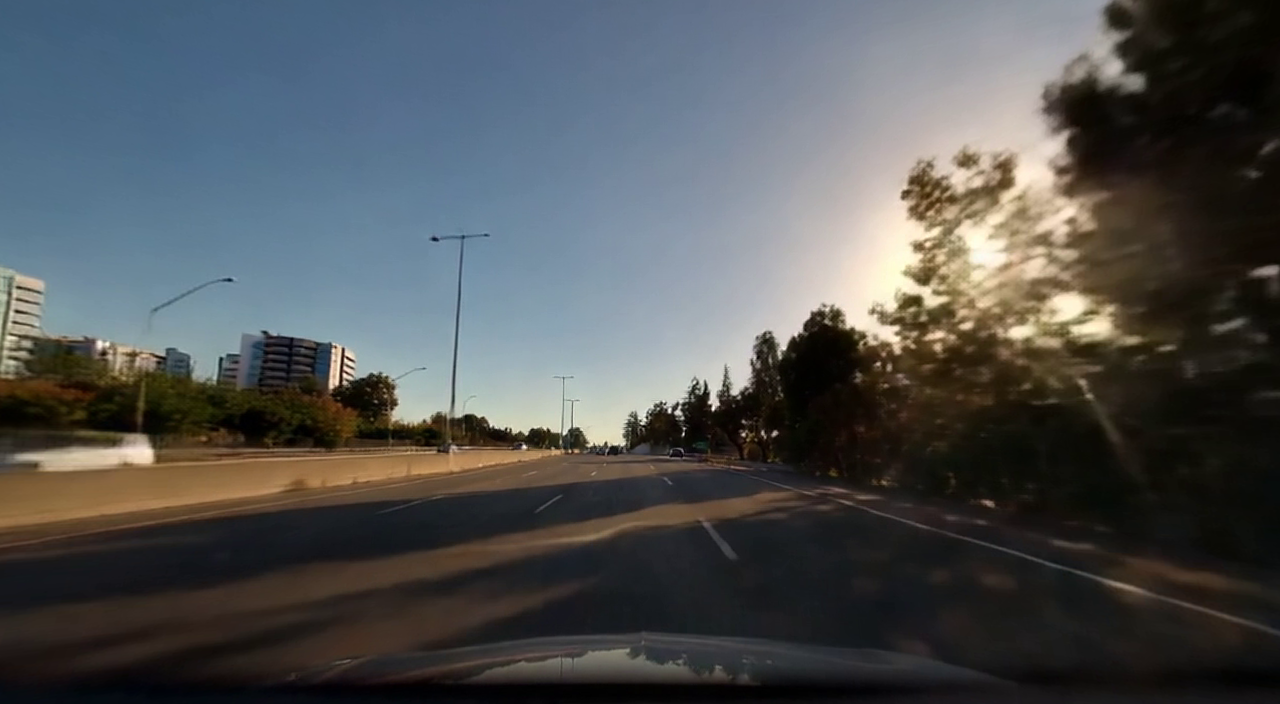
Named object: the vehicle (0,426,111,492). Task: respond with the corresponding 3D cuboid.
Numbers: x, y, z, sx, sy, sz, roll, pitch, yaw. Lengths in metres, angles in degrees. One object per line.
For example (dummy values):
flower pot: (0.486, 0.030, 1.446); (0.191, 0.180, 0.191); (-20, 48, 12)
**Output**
vehicle: (-16.396, 2.715, 16.251); (2.215, 1.569, 3.866); (1, -8, -2)
